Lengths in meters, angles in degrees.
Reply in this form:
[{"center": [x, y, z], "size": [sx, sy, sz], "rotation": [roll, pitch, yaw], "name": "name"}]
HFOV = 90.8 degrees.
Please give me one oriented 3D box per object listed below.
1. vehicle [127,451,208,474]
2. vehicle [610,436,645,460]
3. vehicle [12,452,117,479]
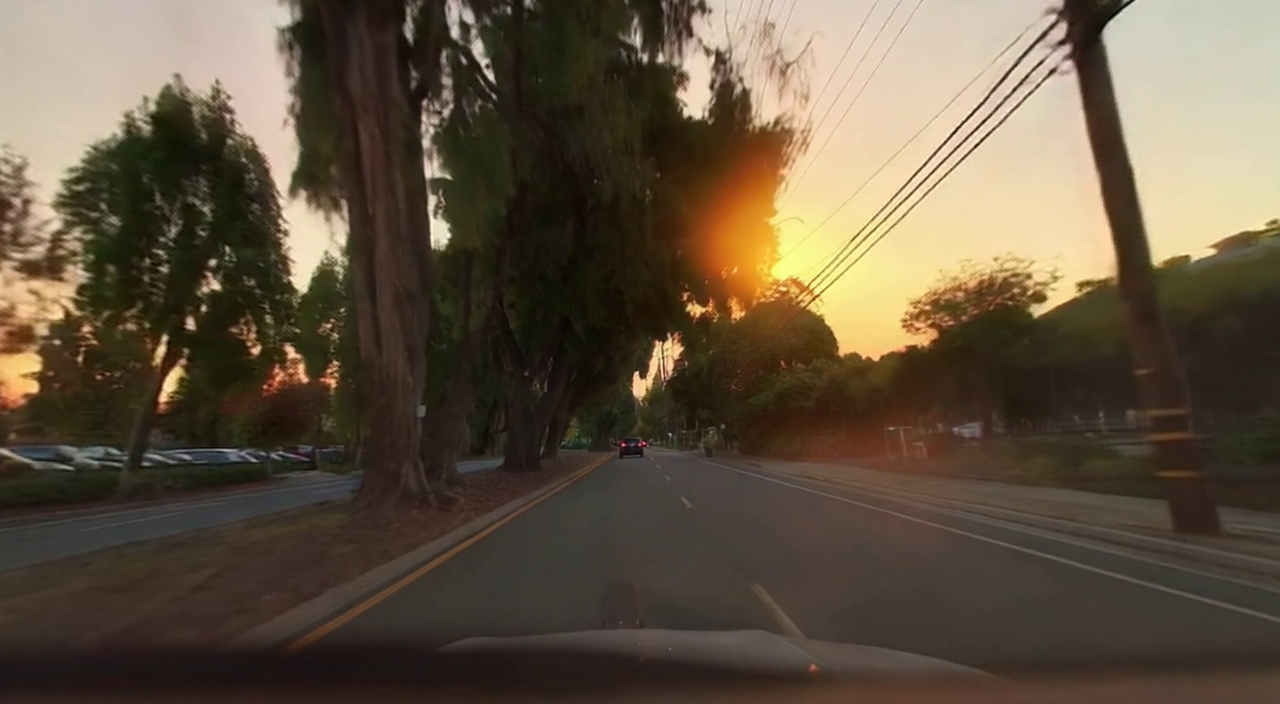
[{"center": [-33.714, 7.852, 45.095], "size": [4.323, 1.523, 1.900], "rotation": [-1, -7, 3], "name": "vehicle"}, {"center": [-0.997, 7.373, 48.411], "size": [2.240, 1.704, 4.374], "rotation": [1, -9, -7], "name": "vehicle"}, {"center": [-34.240, 6.745, 37.662], "size": [4.367, 1.464, 1.992], "rotation": [-1, -9, 2], "name": "vehicle"}]
